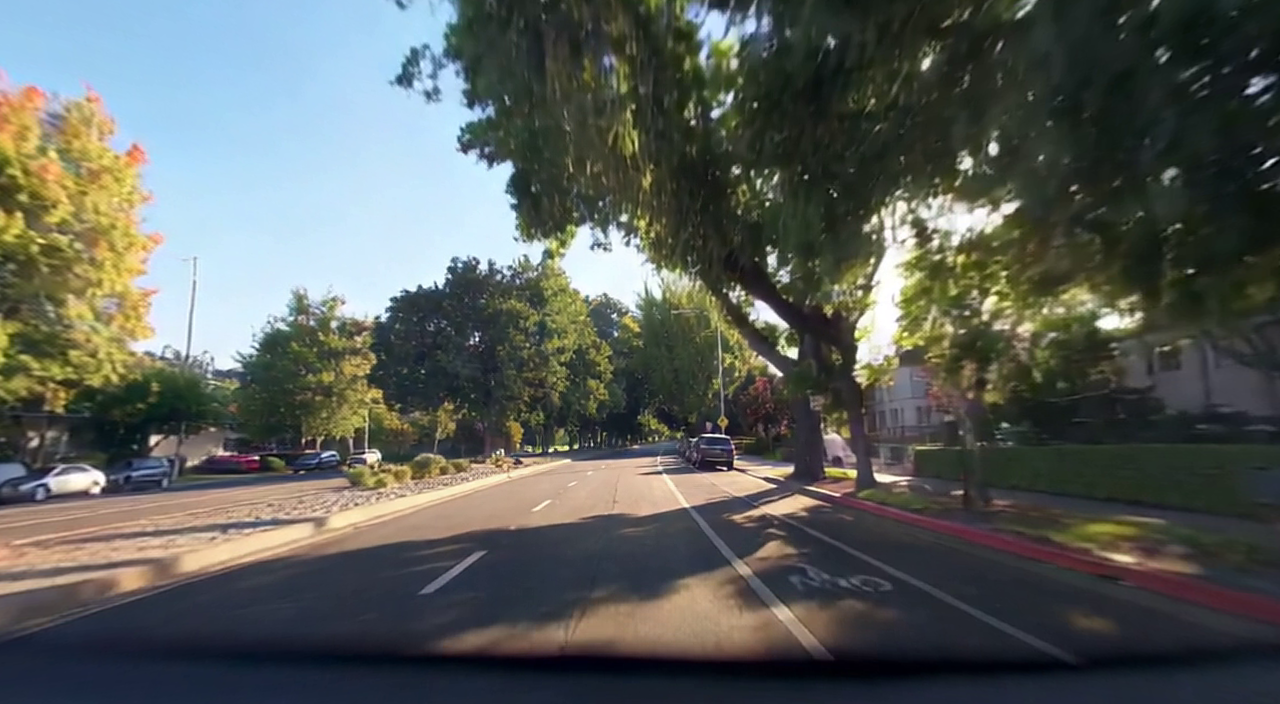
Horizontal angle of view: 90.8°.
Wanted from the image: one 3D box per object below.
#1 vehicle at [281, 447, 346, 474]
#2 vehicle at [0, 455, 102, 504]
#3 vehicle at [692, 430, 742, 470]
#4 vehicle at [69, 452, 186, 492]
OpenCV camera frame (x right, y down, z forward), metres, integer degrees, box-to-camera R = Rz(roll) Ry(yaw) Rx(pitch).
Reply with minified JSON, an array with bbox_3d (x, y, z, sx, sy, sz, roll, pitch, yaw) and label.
[{"bbox_3d":[-24.155,8.019,46.947,2.120,1.824,4.908,-1,-8,2],"label":"vehicle"},{"bbox_3d":[-24.413,5.098,25.504,1.864,1.575,4.149,-3,-6,-3],"label":"vehicle"},{"bbox_3d":[3.578,4.651,30.068,2.013,1.710,4.403,-1,-8,3],"label":"vehicle"},{"bbox_3d":[-24.520,5.729,30.449,1.999,1.720,4.253,0,-8,1],"label":"vehicle"}]
